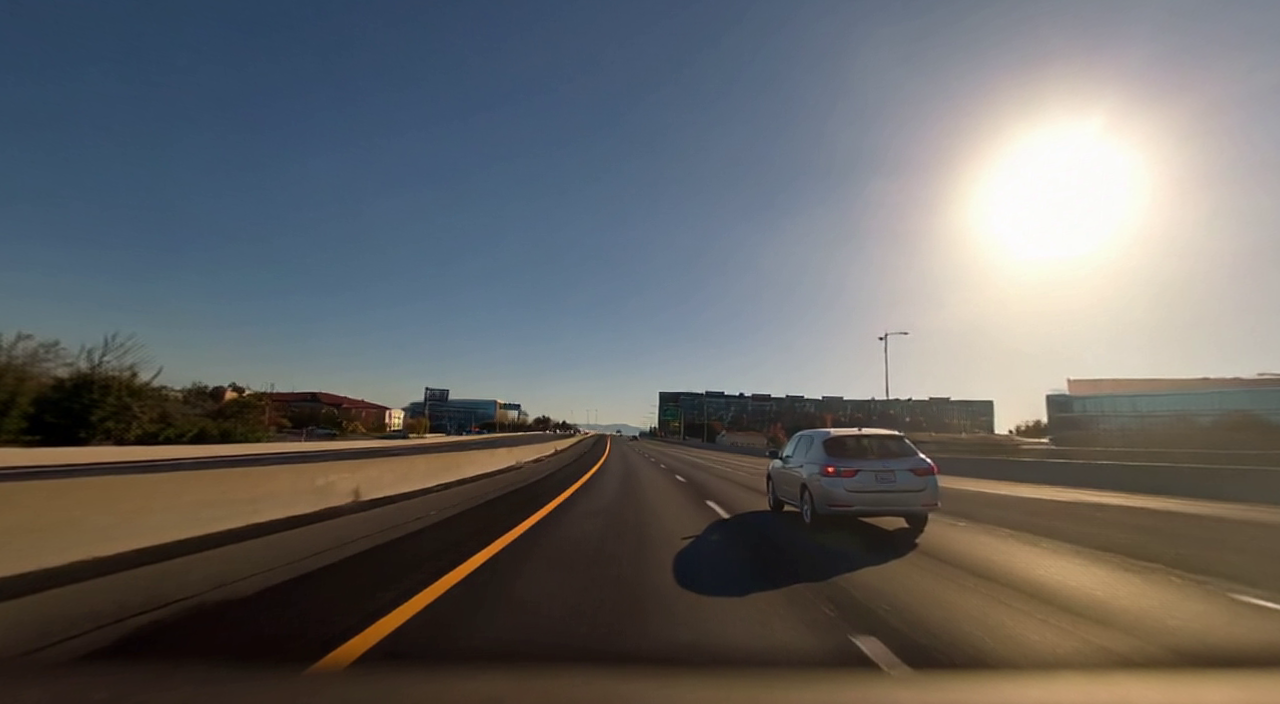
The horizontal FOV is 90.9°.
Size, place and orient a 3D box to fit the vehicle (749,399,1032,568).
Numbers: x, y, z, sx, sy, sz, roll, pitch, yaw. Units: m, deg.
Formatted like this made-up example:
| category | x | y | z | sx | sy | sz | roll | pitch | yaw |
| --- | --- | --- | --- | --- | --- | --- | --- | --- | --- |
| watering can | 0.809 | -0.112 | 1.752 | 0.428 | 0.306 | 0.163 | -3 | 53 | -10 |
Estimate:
| category | x | y | z | sx | sy | sz | roll | pitch | yaw |
| --- | --- | --- | --- | --- | --- | --- | --- | --- | --- |
| vehicle | 2.954 | 1.660 | 8.653 | 2.059 | 1.715 | 4.192 | 0 | -8 | -1 |
